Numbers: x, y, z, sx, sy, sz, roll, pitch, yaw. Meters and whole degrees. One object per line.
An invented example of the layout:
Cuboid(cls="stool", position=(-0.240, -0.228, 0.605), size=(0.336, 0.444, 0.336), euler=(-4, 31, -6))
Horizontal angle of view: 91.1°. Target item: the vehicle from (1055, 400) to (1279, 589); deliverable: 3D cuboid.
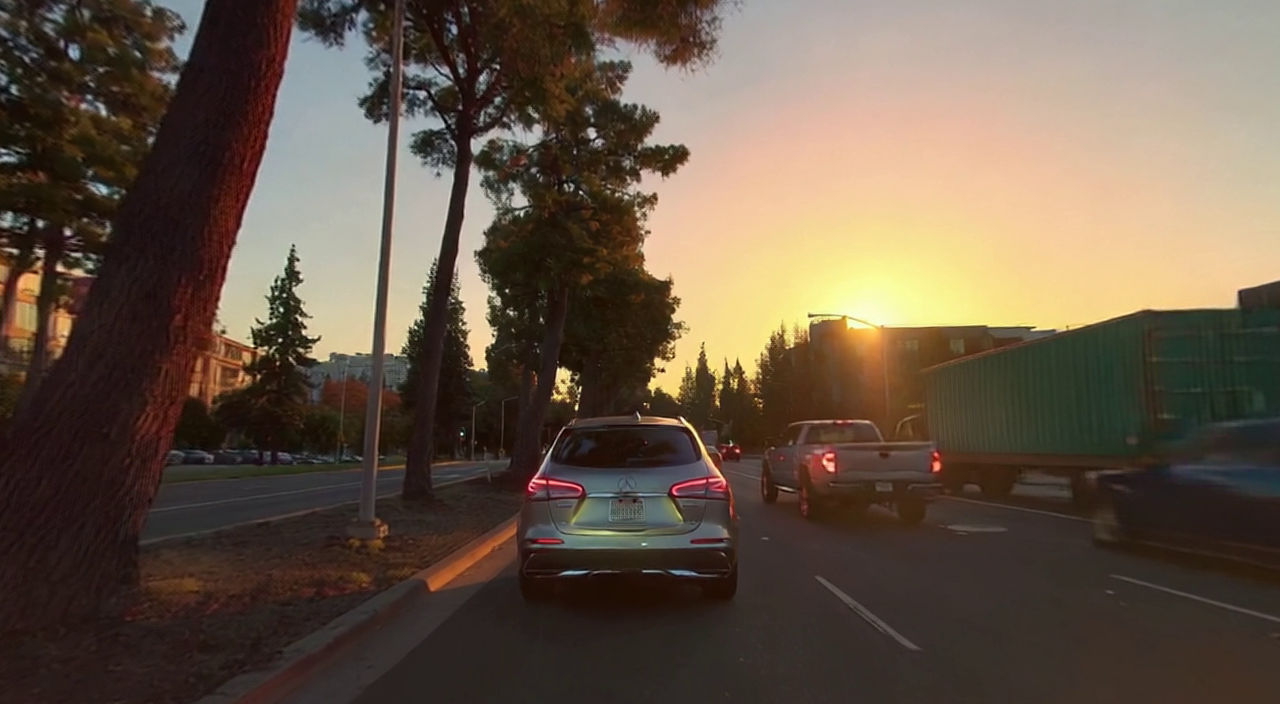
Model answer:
Cuboid(cls="vehicle", position=(7.200, 1.492, 6.827), size=(2.024, 1.810, 4.807), euler=(0, -9, 0))

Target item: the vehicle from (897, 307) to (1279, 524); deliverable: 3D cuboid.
Cuboid(cls="vehicle", position=(11.032, 1.961, 17.177), size=(3.025, 3.993, 11.243), euler=(0, -9, -1))

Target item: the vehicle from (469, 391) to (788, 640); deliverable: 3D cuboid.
Cuboid(cls="vehicle", position=(-0.093, 1.422, 6.404), size=(2.172, 1.694, 4.055), euler=(0, -8, -1))

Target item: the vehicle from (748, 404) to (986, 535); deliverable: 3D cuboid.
Cuboid(cls="vehicle", position=(3.983, 2.246, 12.735), size=(2.440, 1.962, 6.363), euler=(0, -8, 0))
